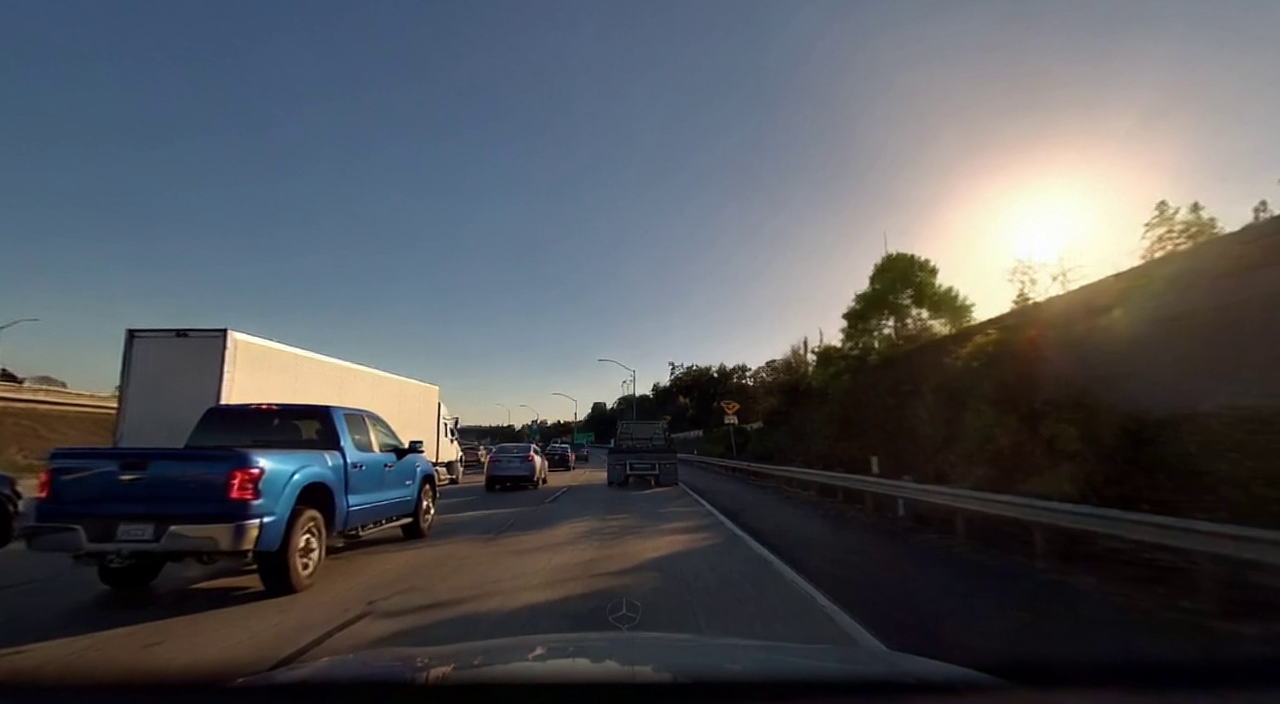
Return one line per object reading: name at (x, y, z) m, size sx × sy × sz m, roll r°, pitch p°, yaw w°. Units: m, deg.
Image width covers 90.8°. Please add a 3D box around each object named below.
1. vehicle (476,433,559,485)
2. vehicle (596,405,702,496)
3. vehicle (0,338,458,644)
vehicle at (-4.744, 4.224, 25.312) m, size 2.329 × 1.859 × 4.823 m, roll 0°, pitch -9°, yaw 0°
vehicle at (0.126, 3.295, 21.302) m, size 2.886 × 2.471 × 7.692 m, roll 0°, pitch -9°, yaw -2°
vehicle at (-4.160, 1.306, 6.973) m, size 2.575 × 1.958 × 5.730 m, roll 0°, pitch -9°, yaw 0°
